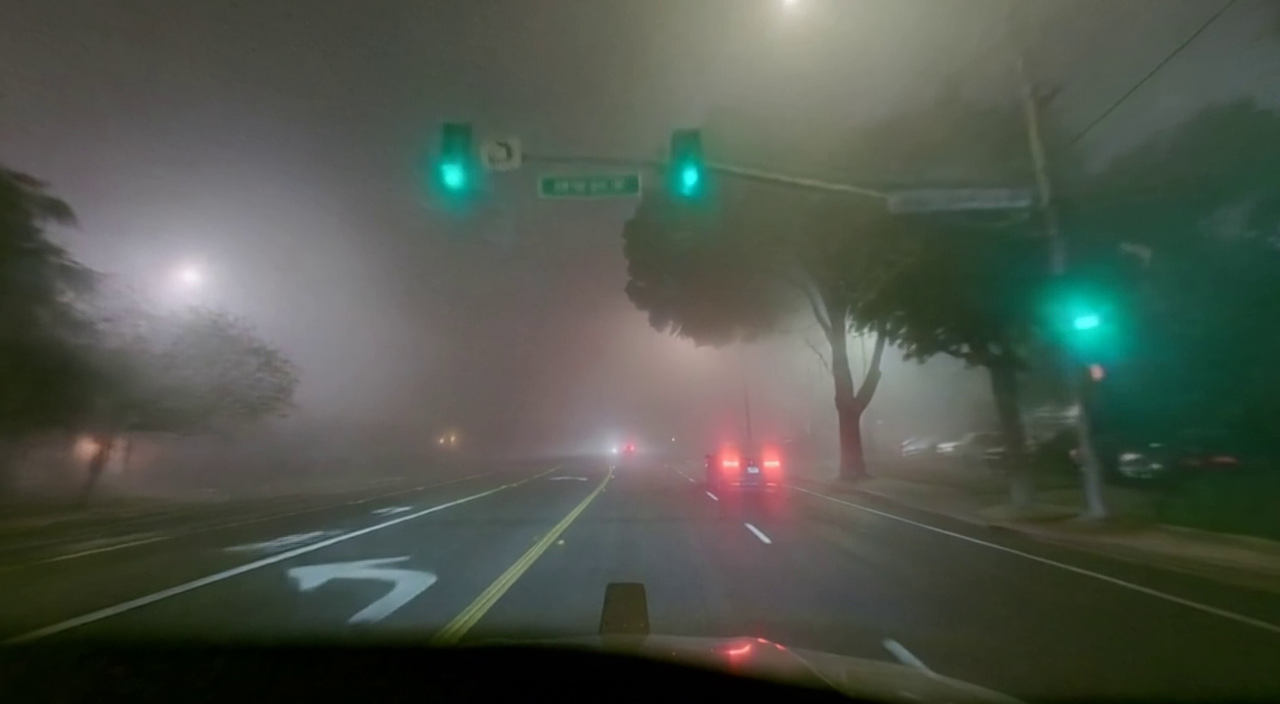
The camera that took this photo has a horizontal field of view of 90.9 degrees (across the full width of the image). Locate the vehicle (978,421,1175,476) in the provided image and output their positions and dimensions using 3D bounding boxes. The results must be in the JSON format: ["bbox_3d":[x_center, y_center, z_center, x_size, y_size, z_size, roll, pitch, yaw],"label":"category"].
[{"bbox_3d":[13.489,3.006,19.697,4.689,1.583,1.947,0,-8,-1],"label":"vehicle"}]

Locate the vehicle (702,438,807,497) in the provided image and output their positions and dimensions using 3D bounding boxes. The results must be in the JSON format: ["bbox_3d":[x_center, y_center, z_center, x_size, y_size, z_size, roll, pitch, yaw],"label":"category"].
[{"bbox_3d":[3.105,3.242,18.106,2.134,1.476,4.327,0,-8,-1],"label":"vehicle"}]

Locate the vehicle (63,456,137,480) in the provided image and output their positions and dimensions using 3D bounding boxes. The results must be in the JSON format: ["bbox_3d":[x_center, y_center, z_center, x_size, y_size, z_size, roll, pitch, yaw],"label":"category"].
[{"bbox_3d":[-38.115,8.189,44.621,1.733,1.527,3.731,0,-9,4],"label":"vehicle"}]

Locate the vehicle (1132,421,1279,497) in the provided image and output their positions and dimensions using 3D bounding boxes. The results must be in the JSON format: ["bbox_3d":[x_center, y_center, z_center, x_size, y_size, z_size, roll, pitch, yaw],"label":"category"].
[{"bbox_3d":[14.119,2.350,13.997,4.514,1.546,2.044,-1,-8,5],"label":"vehicle"}]
